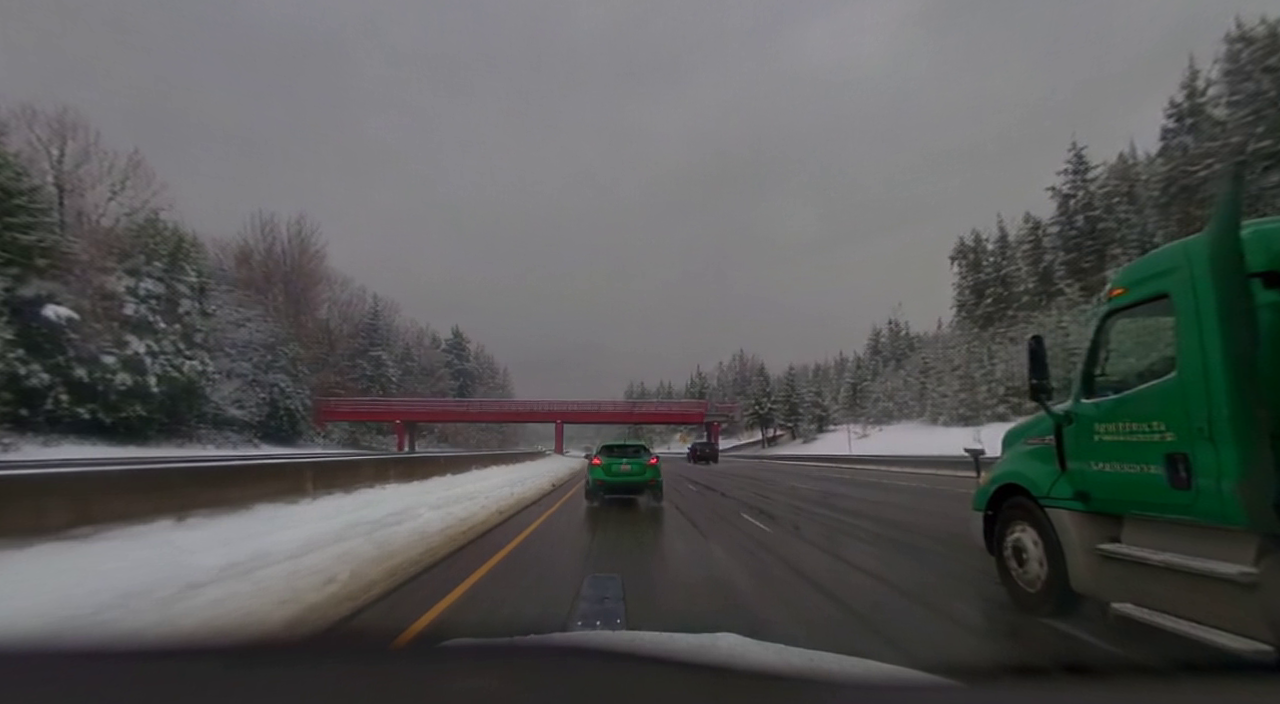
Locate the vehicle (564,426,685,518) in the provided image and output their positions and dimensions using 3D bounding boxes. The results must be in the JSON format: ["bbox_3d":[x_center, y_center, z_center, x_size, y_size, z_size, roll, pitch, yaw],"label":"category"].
[{"bbox_3d":[-0.312,2.556,13.807,2.259,1.699,4.015,0,-9,0],"label":"vehicle"}]

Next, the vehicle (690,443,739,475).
[{"bbox_3d":[3.765,5.447,32.170,1.894,1.487,3.751,0,-9,-2],"label":"vehicle"}]

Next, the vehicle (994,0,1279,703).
[{"bbox_3d":[4.333,-0.548,0.246,2.992,3.920,8.831,0,-9,-1],"label":"vehicle"}]
